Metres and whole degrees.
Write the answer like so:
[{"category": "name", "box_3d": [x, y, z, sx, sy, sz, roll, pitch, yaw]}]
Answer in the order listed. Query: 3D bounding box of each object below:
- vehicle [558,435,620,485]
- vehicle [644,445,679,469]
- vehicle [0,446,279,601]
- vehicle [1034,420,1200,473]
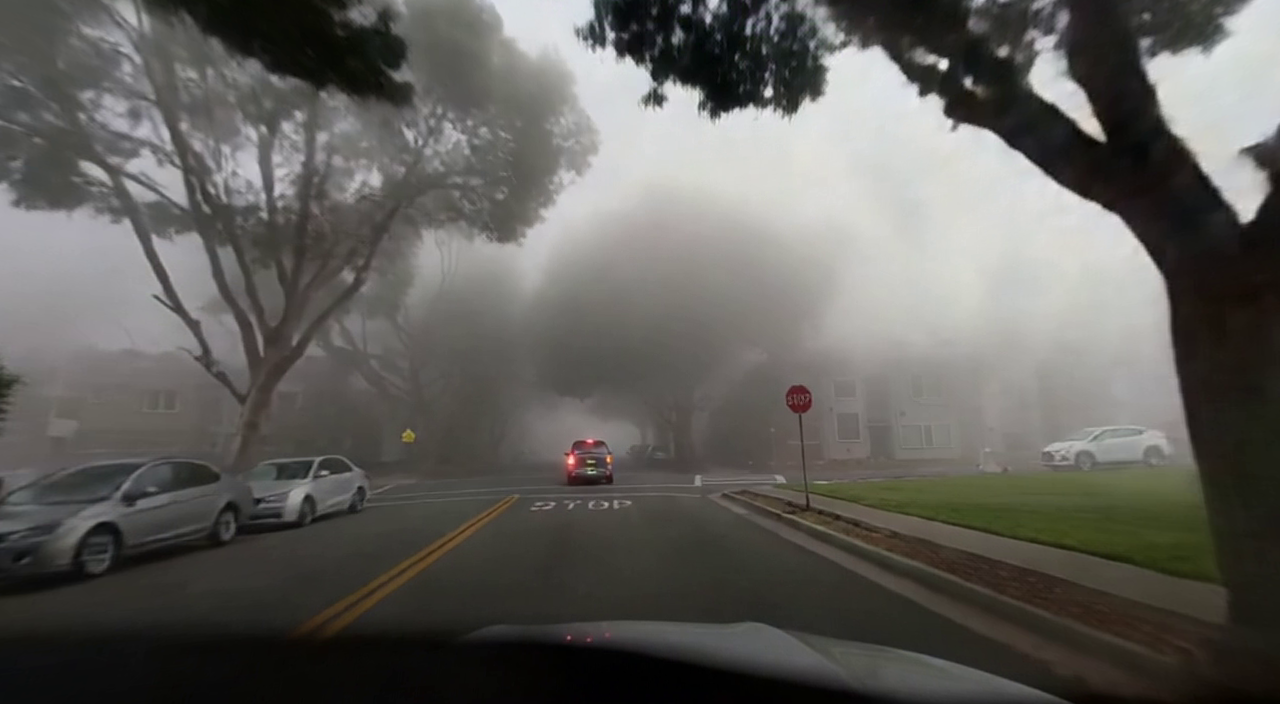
[{"category": "vehicle", "box_3d": [-1.908, 4.115, 24.246, 2.172, 1.722, 4.201, 1, -9, -3]}, {"category": "vehicle", "box_3d": [1.474, 7.425, 44.786, 1.987, 1.608, 3.883, 1, -9, -5]}, {"category": "vehicle", "box_3d": [-6.953, 2.114, 8.511, 1.975, 1.515, 4.179, -2, -9, -5]}, {"category": "vehicle", "box_3d": [18.337, 3.640, 24.408, 4.817, 1.881, 2.002, 1, -8, -2]}]
